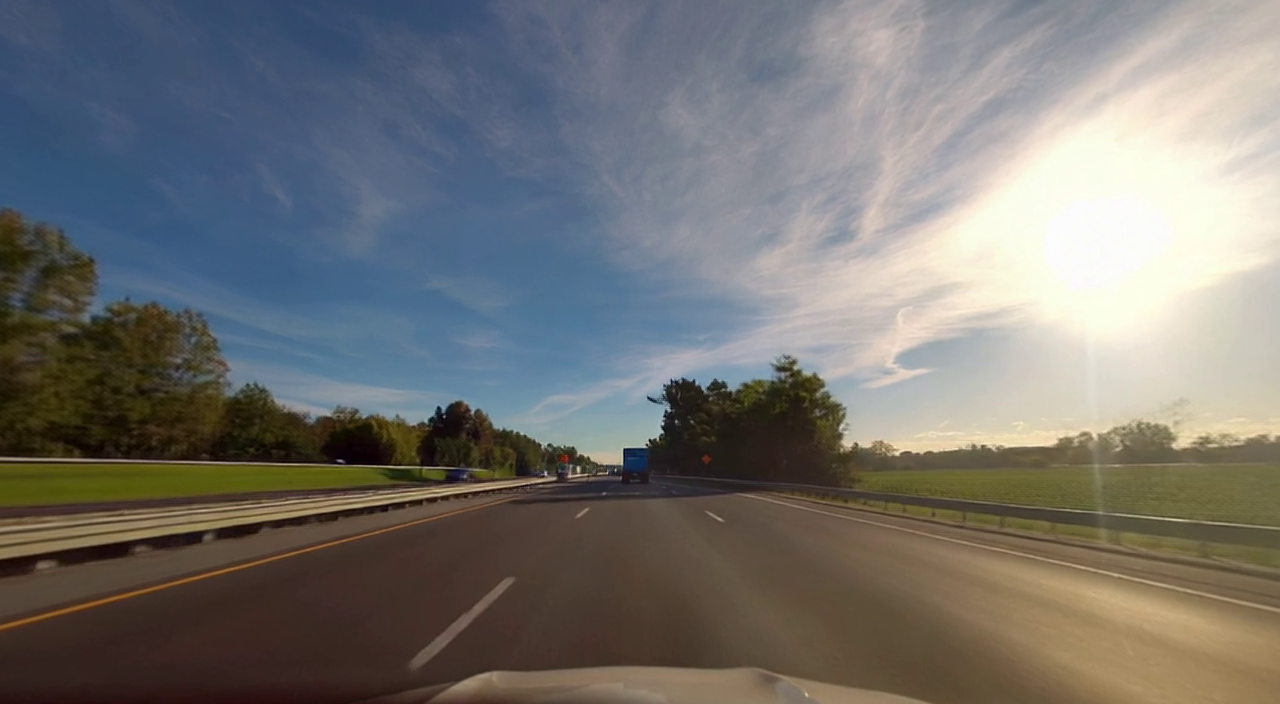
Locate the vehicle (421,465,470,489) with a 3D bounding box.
[{"bbox_3d":[-13.131,8.464,42.778,2.061,1.529,3.742,1,-11,1],"label":"vehicle"}]
